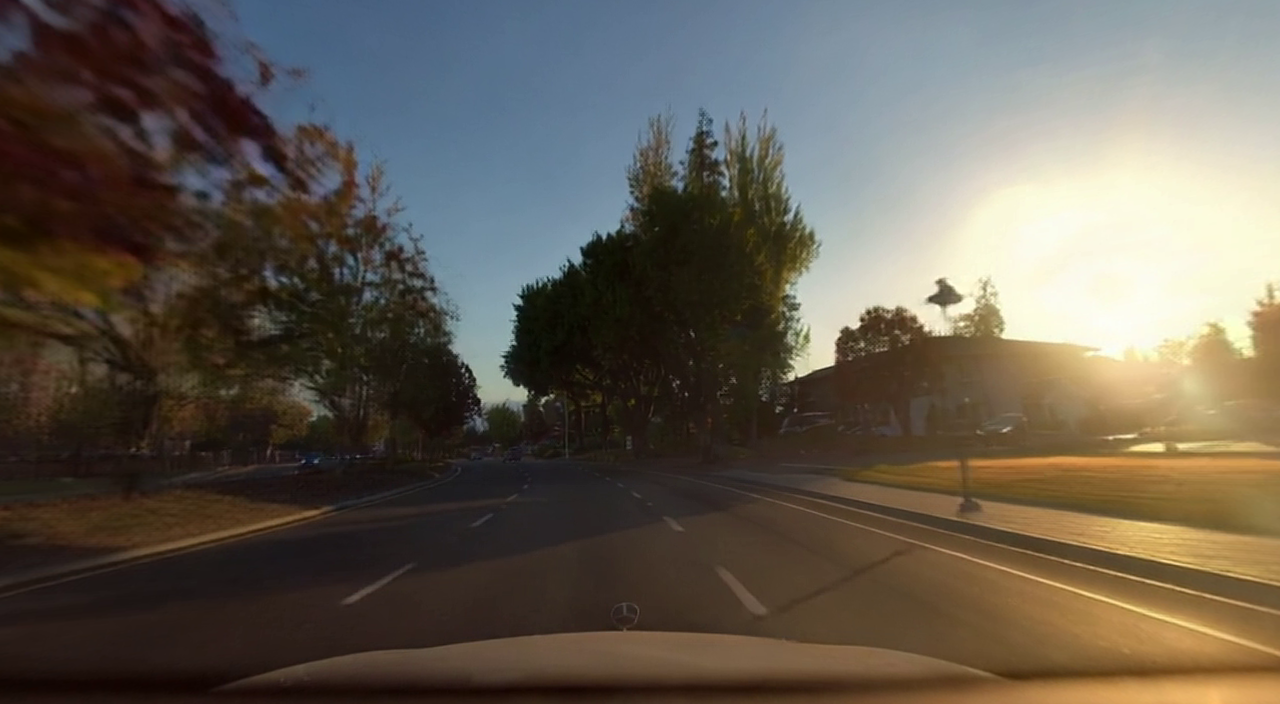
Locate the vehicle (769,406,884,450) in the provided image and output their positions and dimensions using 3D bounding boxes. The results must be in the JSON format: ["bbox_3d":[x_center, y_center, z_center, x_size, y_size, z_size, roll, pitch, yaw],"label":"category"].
[{"bbox_3d":[12.917,5.476,44.548,2.757,2.765,7.526,6,-11,-36],"label":"vehicle"}]

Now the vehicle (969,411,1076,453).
[{"bbox_3d":[18.854,3.981,31.096,4.802,1.900,2.373,5,-10,-31],"label":"vehicle"}]
